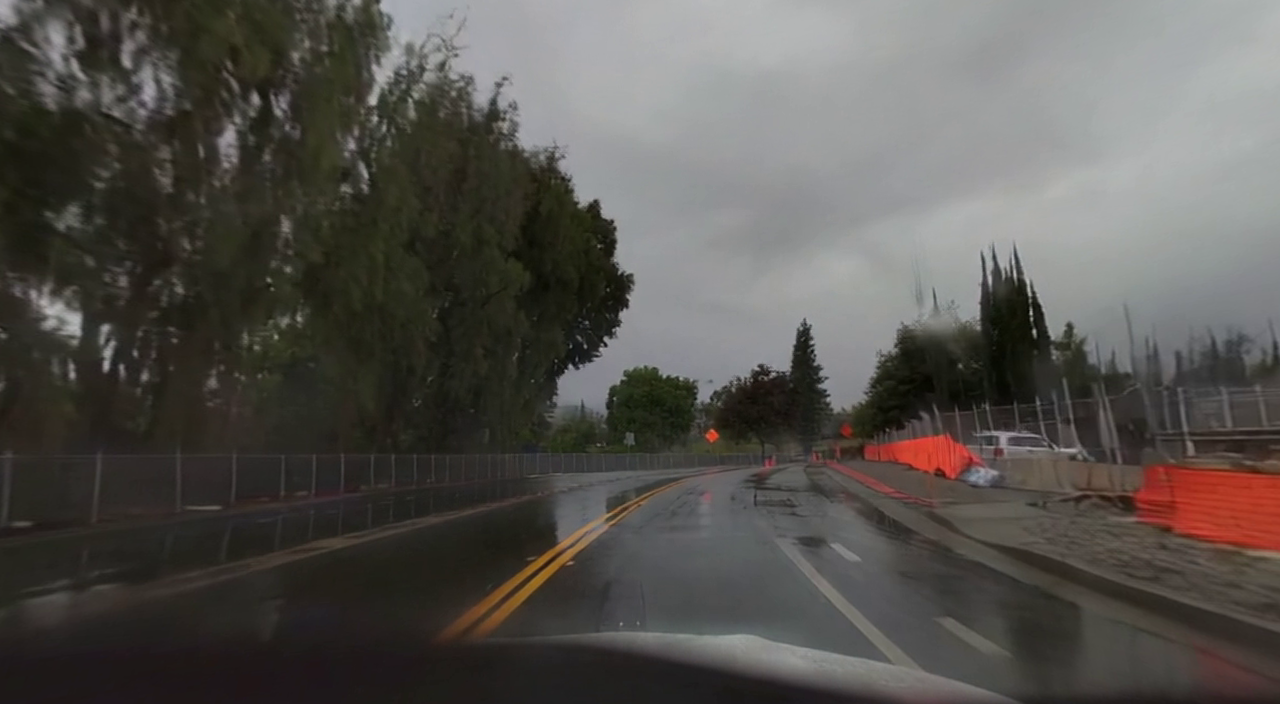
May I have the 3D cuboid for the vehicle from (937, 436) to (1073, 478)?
[{"bbox_3d":[14.460,4.225,25.289,4.221,1.440,1.915,-5,-10,14],"label":"vehicle"}]
